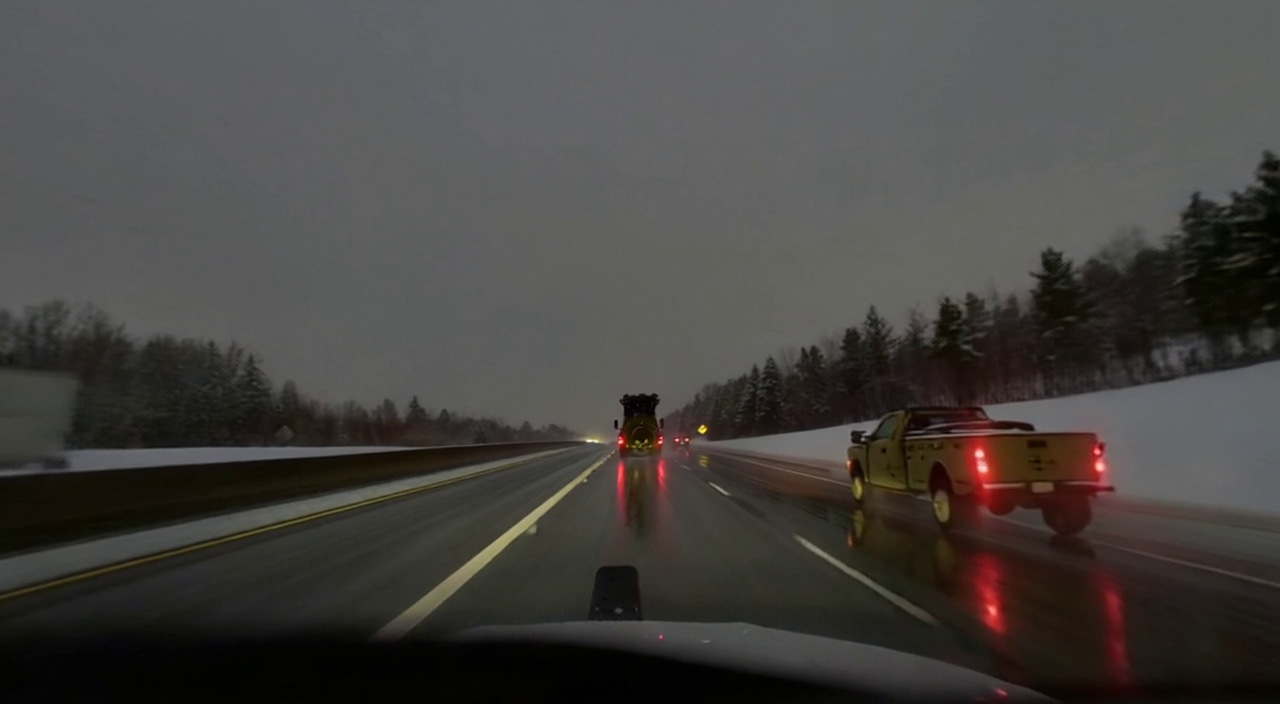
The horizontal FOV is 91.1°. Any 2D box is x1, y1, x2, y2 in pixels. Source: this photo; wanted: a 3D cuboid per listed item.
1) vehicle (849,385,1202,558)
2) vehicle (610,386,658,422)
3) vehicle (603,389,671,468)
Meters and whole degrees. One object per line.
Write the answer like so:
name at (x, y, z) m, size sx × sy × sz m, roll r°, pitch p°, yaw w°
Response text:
vehicle at (4.899, 1.583, 9.087) m, size 2.091 × 1.829 × 4.625 m, roll 0°, pitch -8°, yaw -1°
vehicle at (-0.300, 2.546, 29.956) m, size 2.112 × 1.472 × 4.240 m, roll 0°, pitch -8°, yaw -1°
vehicle at (-0.363, 4.130, 34.206) m, size 2.953 × 3.406 × 13.372 m, roll 1°, pitch -7°, yaw -2°
